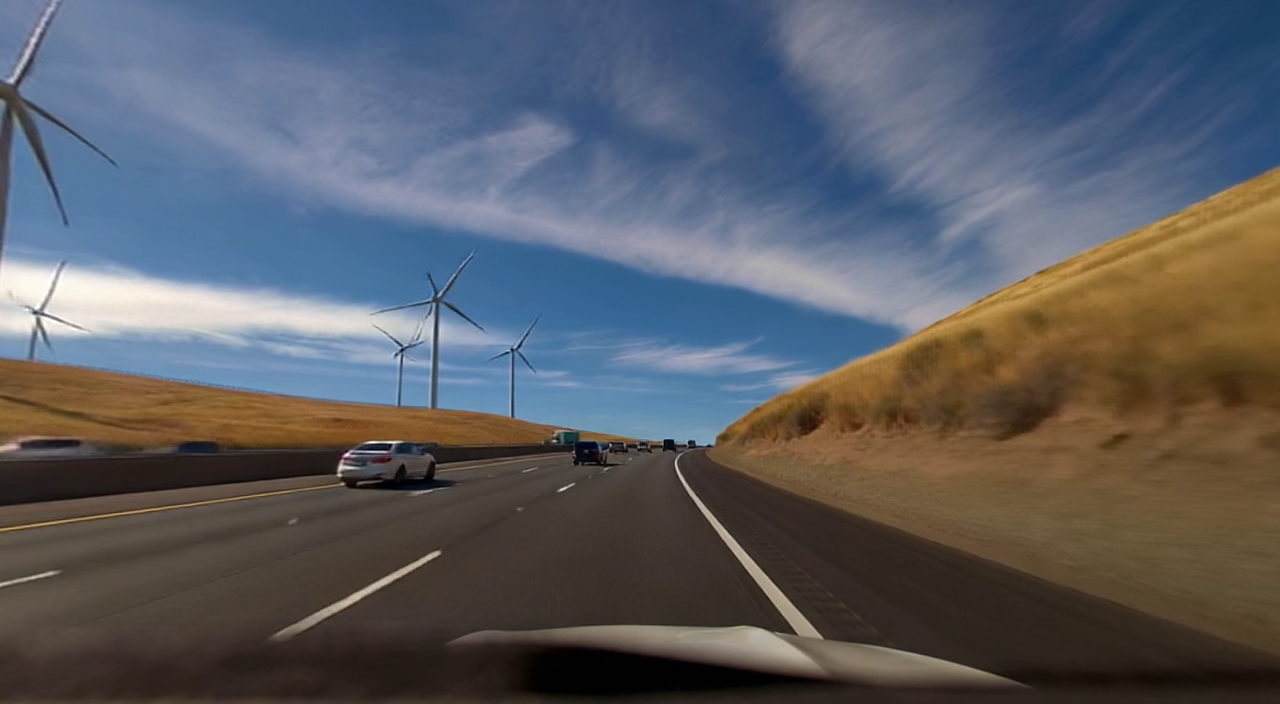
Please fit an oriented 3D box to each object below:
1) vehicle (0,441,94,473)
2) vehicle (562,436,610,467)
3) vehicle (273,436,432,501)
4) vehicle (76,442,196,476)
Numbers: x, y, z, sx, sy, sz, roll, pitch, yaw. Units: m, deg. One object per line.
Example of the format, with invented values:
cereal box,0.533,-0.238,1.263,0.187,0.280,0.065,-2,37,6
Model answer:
vehicle,-31.829,5.481,33.131,1.843,1.578,4.664,0,-9,3
vehicle,-3.051,5.742,36.490,2.118,1.702,4.355,-1,-9,4
vehicle,-7.680,3.159,17.495,2.015,1.537,4.728,0,-9,3
vehicle,-24.441,5.198,30.791,1.871,1.501,4.593,-1,-9,3
